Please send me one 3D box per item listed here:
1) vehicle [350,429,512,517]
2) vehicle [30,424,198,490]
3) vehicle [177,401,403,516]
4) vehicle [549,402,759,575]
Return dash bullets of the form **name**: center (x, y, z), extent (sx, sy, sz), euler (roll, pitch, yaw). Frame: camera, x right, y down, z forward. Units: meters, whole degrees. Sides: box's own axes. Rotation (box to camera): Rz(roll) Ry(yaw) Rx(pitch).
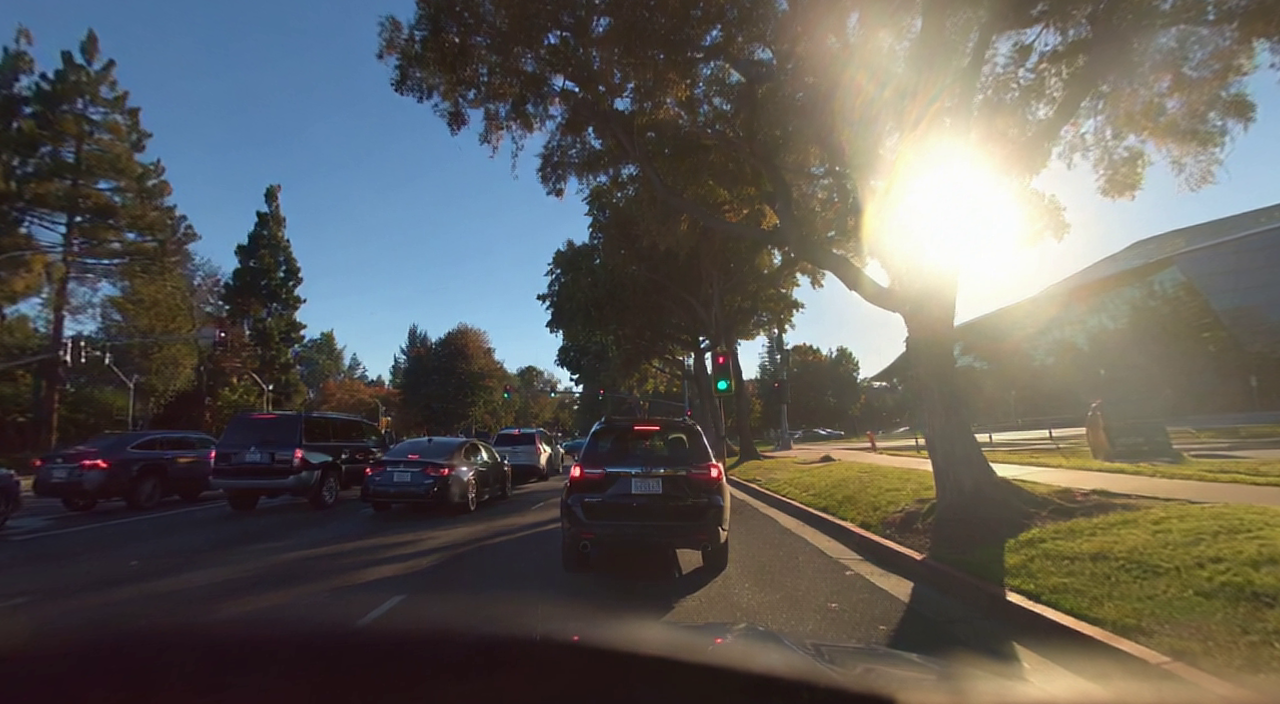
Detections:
- **vehicle**: center (-4.088, 2.441, 13.215), extent (1.942, 1.523, 4.212), euler (0, -9, 0)
- **vehicle**: center (-17.682, 3.551, 21.599), extent (2.136, 1.976, 4.342), euler (0, -9, -4)
- **vehicle**: center (-7.403, 2.334, 14.246), extent (2.195, 2.093, 5.185), euler (0, -9, -1)
- **vehicle**: center (0.106, 1.663, 8.407), extent (2.055, 1.681, 4.270), euler (0, -9, -1)
